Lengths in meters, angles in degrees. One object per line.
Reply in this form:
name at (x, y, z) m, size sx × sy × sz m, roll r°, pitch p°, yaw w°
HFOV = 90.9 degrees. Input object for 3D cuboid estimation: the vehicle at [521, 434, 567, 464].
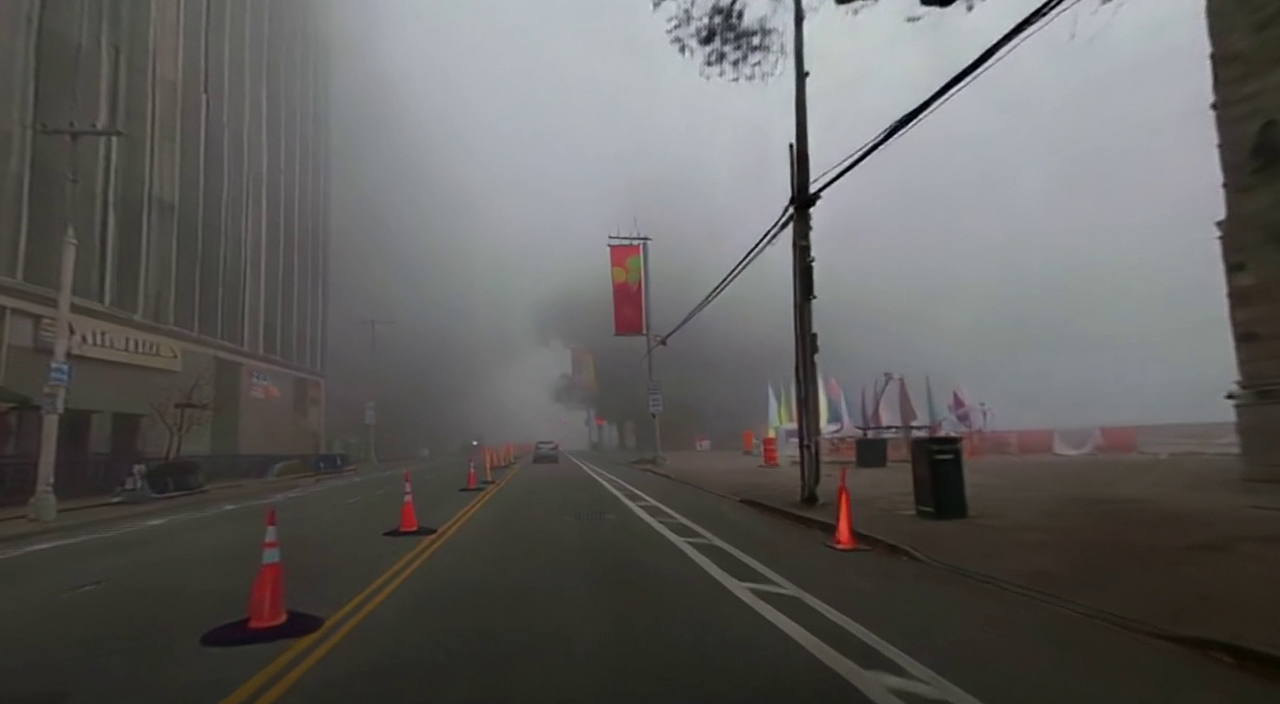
vehicle at (-5.123, 5.145, 33.620) m, size 2.216 × 1.492 × 4.725 m, roll 2°, pitch -8°, yaw -9°
